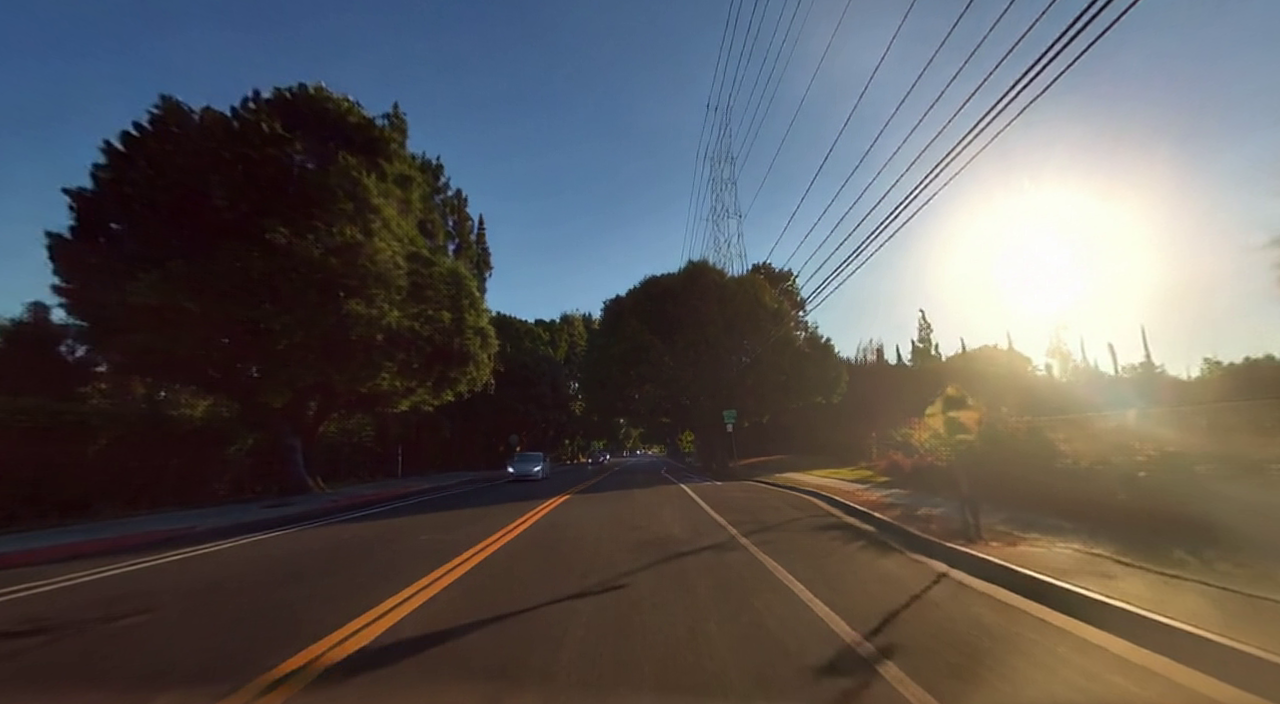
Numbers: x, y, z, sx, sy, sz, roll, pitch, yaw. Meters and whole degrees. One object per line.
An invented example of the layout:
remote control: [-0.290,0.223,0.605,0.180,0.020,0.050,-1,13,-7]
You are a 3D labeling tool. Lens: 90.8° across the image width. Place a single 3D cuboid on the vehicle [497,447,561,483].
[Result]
vehicle: [-5.090,5.230,29.612,2.093,1.523,4.536,0,-9,1]
